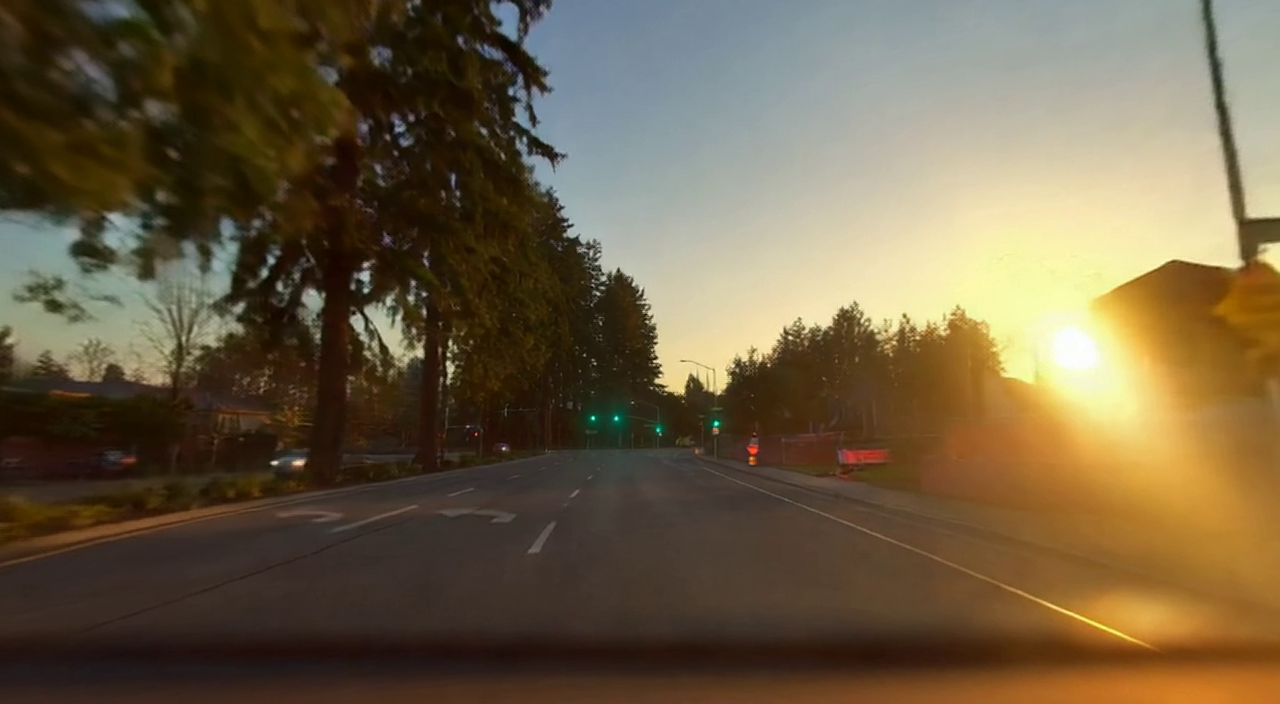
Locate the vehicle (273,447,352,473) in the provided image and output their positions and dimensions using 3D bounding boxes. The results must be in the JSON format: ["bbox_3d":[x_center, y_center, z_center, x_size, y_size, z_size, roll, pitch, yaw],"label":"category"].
[{"bbox_3d":[-19.813,6.533,38.420,2.042,1.484,4.950,0,-8,2],"label":"vehicle"}]
